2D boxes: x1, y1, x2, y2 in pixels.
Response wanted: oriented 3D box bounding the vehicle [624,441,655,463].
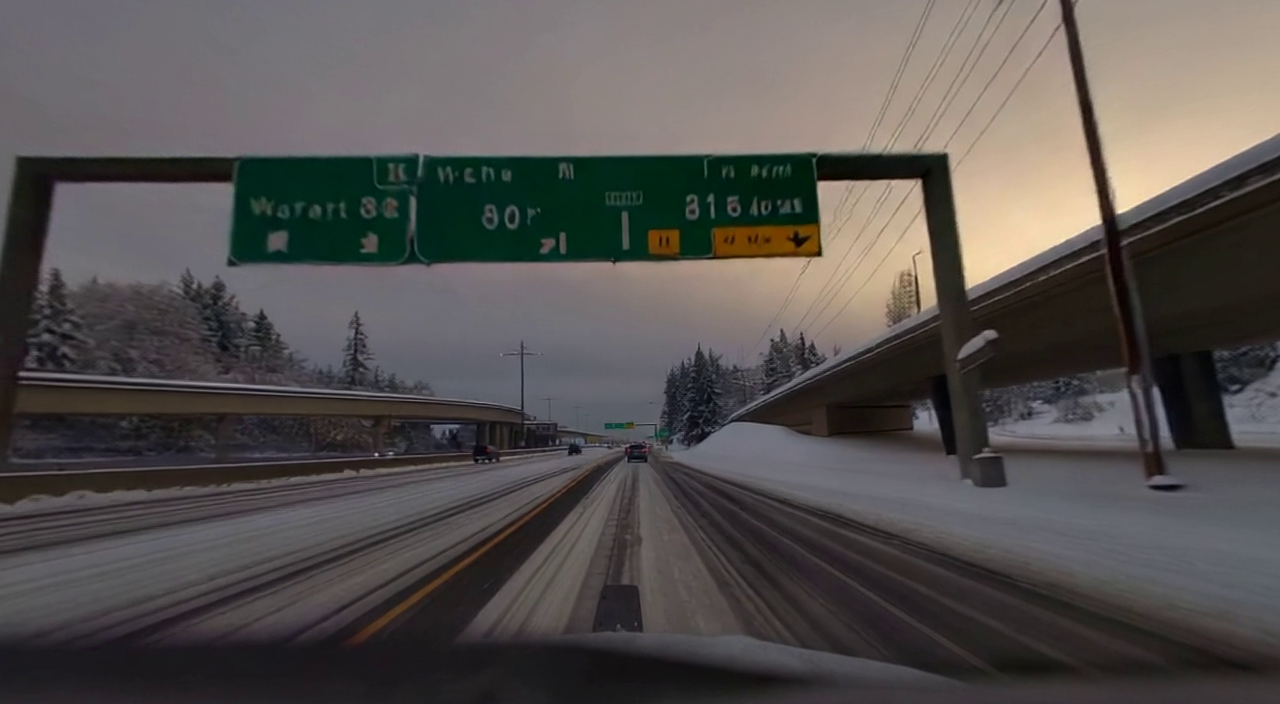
[{"bbox_3d":[-0.093,7.073,44.964,2.086,1.472,4.168,0,-8,-2],"label":"vehicle"}]
